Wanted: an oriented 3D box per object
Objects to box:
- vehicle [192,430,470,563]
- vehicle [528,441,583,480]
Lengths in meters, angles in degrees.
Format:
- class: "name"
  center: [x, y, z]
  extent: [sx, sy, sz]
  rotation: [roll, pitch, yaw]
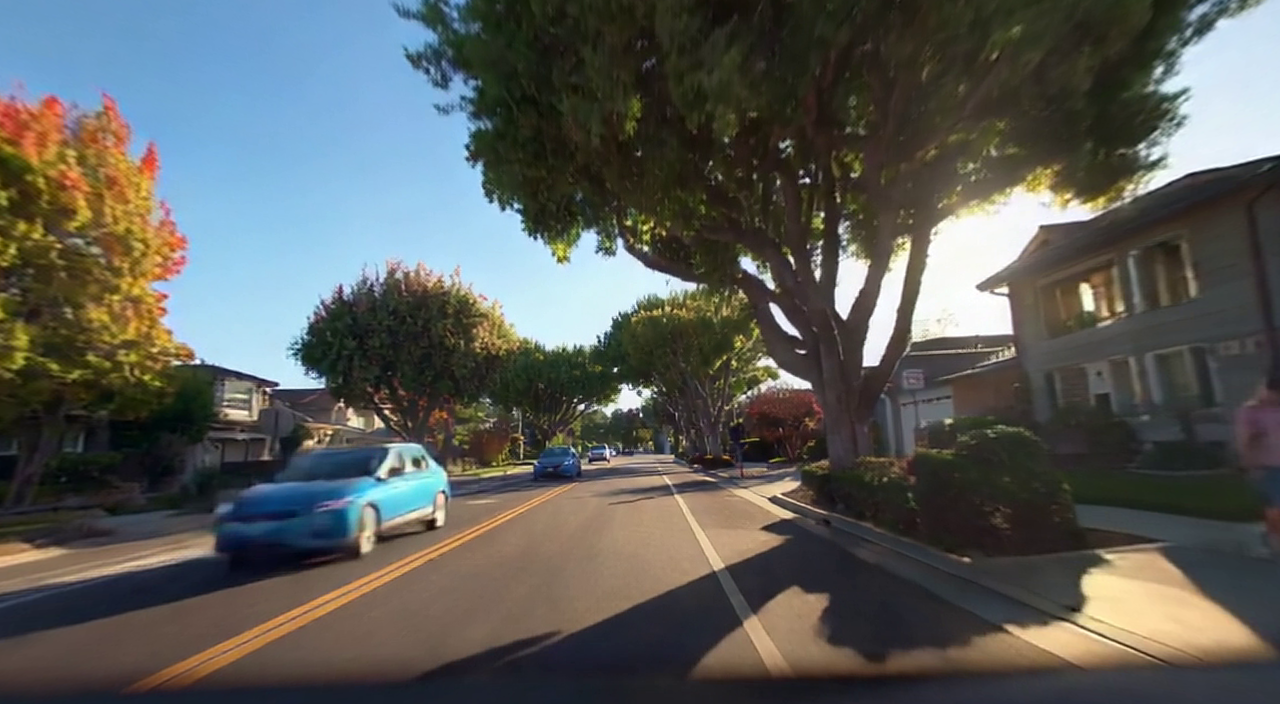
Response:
- class: "vehicle"
  center: [-4.645, 2.211, 10.577]
  extent: [2.167, 1.691, 4.755]
  rotation: [0, -8, 1]
- class: "vehicle"
  center: [-4.159, 5.384, 31.744]
  extent: [2.041, 1.780, 4.618]
  rotation: [0, -8, 1]
